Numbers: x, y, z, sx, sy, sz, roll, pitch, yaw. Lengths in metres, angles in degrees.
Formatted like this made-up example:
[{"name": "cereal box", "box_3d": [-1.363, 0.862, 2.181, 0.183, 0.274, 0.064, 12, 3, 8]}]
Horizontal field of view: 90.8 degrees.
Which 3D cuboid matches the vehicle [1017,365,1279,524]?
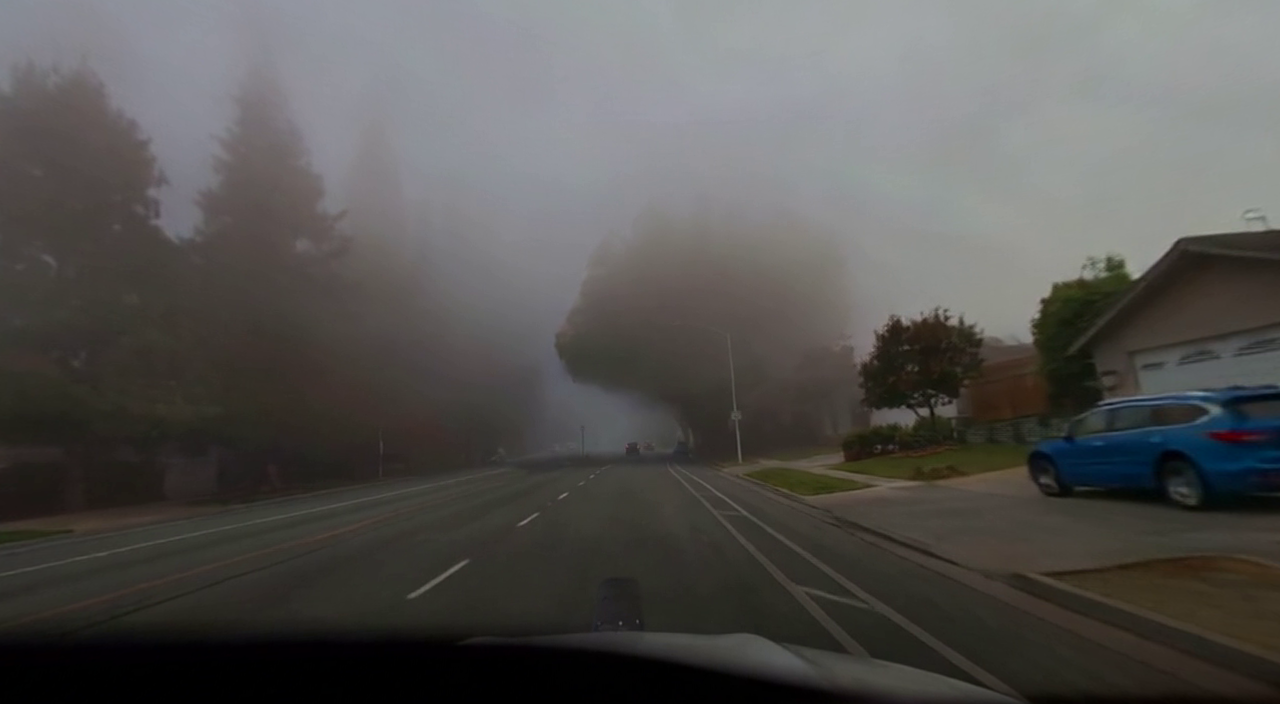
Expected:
[{"name": "vehicle", "box_3d": [8.308, 1.361, 9.573, 2.051, 1.801, 4.785, -6, -9, -1]}]
